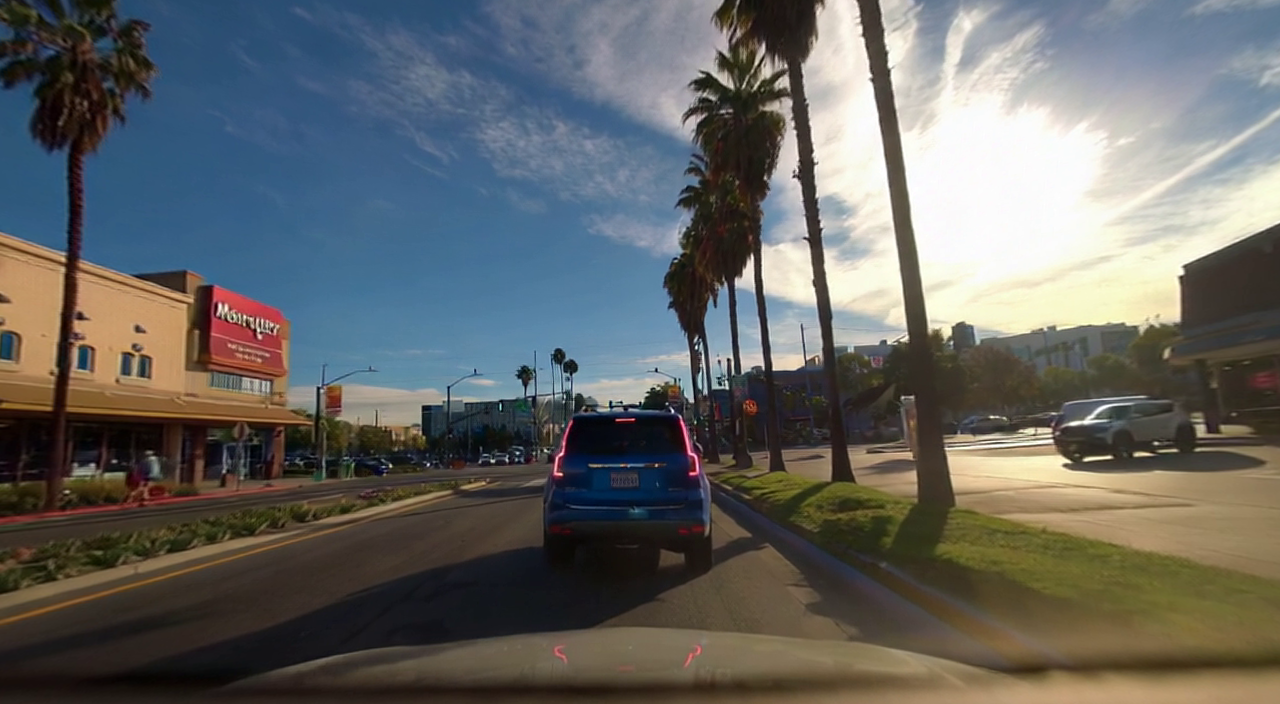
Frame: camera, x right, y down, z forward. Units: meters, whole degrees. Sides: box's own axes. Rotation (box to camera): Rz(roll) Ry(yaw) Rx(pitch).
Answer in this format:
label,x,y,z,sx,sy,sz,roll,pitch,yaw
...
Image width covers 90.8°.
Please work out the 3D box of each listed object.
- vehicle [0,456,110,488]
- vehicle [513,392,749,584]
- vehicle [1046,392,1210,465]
label,x,y,z,sx,sy,sz,roll,pitch,yaw
vehicle,-28.408,5.581,29.512,5.154,1.343,1.943,4,-9,-25
vehicle,-0.132,1.581,8.029,2.234,1.818,3.869,0,-9,-1
vehicle,16.096,2.584,20.718,6.060,2.047,2.490,6,-11,-36
